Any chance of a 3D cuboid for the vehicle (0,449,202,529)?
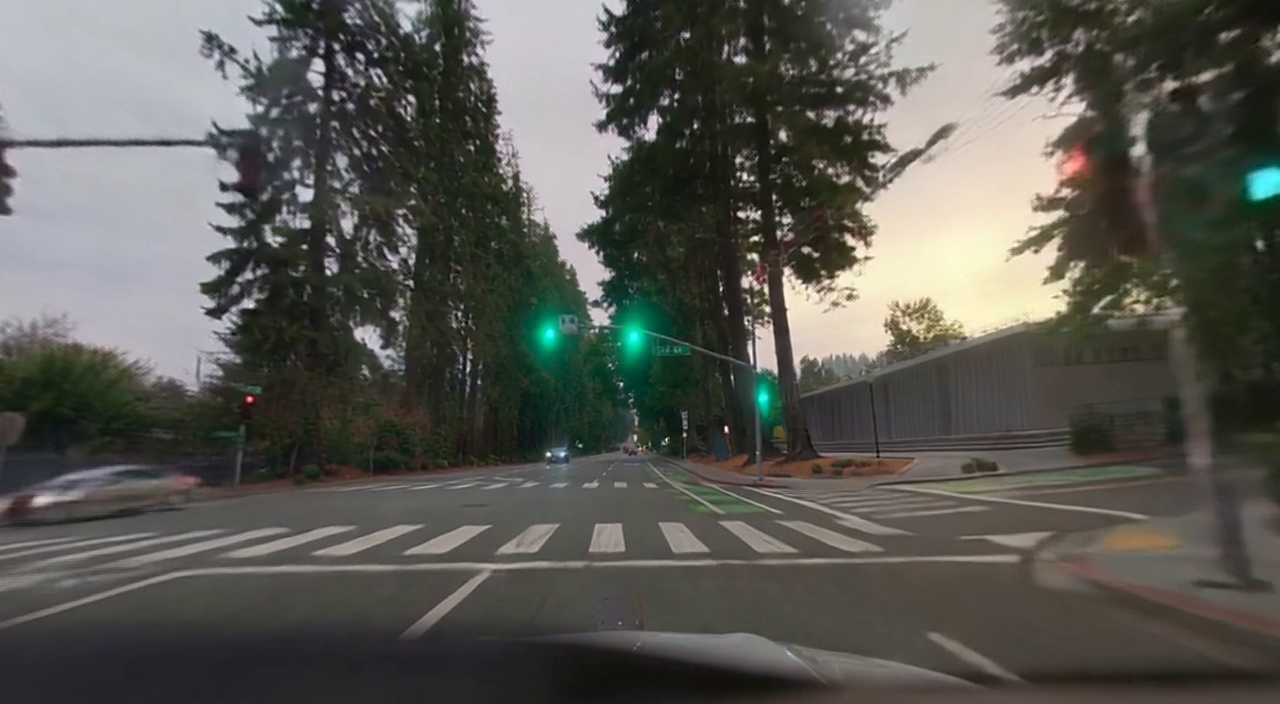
[{"bbox_3d":[-14.607,3.527,16.990,2.113,1.804,4.732,0,-9,2],"label":"vehicle"}]
